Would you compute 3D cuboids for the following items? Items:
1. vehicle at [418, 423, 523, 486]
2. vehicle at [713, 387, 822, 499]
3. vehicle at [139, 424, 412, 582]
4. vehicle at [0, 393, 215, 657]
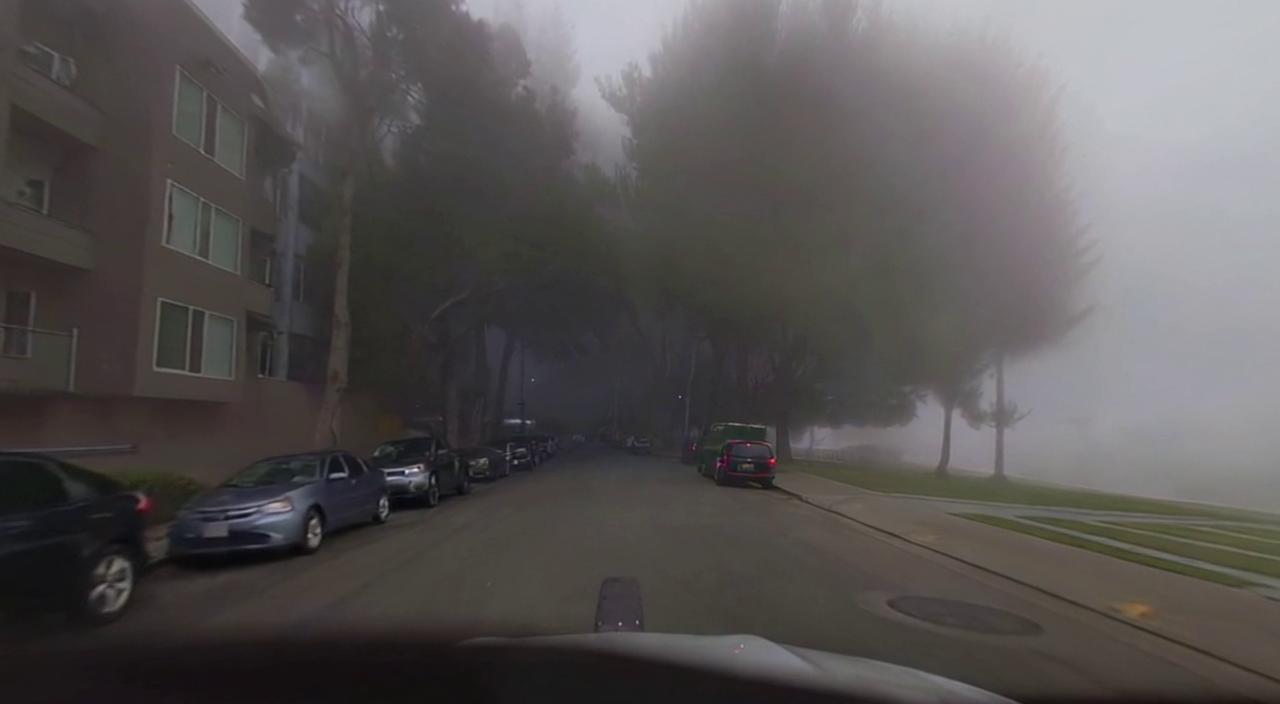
[{"bbox_3d":[-5.391,3.339,20.824,2.004,1.845,4.509,-1,-8,3],"label":"vehicle"},{"bbox_3d":[3.664,2.414,17.805,1.961,2.656,3.047,0,-1,35],"label":"vehicle"},{"bbox_3d":[-5.312,2.114,10.028,1.837,1.499,4.443,-2,-2,-1],"label":"vehicle"},{"bbox_3d":[-5.298,1.268,4.415,1.824,1.664,4.344,-1,0,-2],"label":"vehicle"}]
